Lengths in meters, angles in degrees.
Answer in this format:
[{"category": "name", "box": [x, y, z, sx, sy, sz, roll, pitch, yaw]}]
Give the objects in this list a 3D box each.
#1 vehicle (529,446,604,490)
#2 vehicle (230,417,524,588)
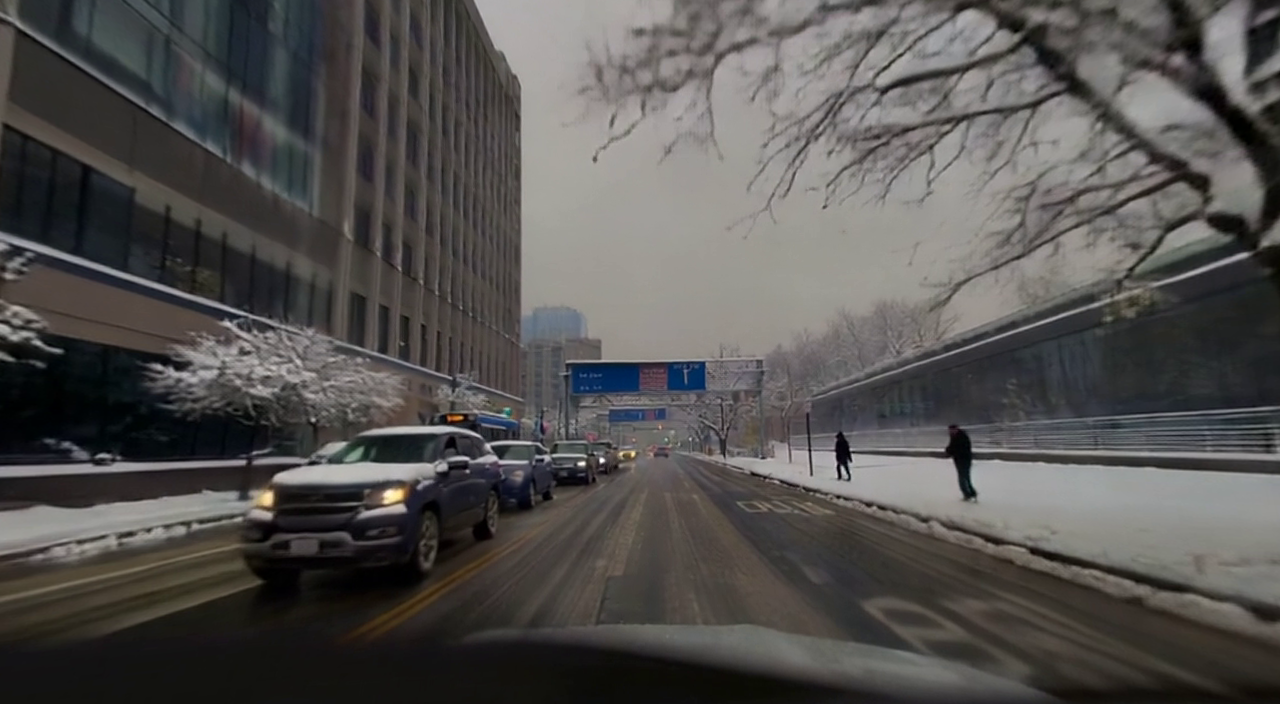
[{"category": "vehicle", "box": [-2.870, 4.657, 25.854, 2.266, 1.621, 4.783, -1, -8, 3]}, {"category": "vehicle", "box": [-3.309, 1.983, 9.239, 2.225, 1.848, 4.472, 0, -8, 2]}]
